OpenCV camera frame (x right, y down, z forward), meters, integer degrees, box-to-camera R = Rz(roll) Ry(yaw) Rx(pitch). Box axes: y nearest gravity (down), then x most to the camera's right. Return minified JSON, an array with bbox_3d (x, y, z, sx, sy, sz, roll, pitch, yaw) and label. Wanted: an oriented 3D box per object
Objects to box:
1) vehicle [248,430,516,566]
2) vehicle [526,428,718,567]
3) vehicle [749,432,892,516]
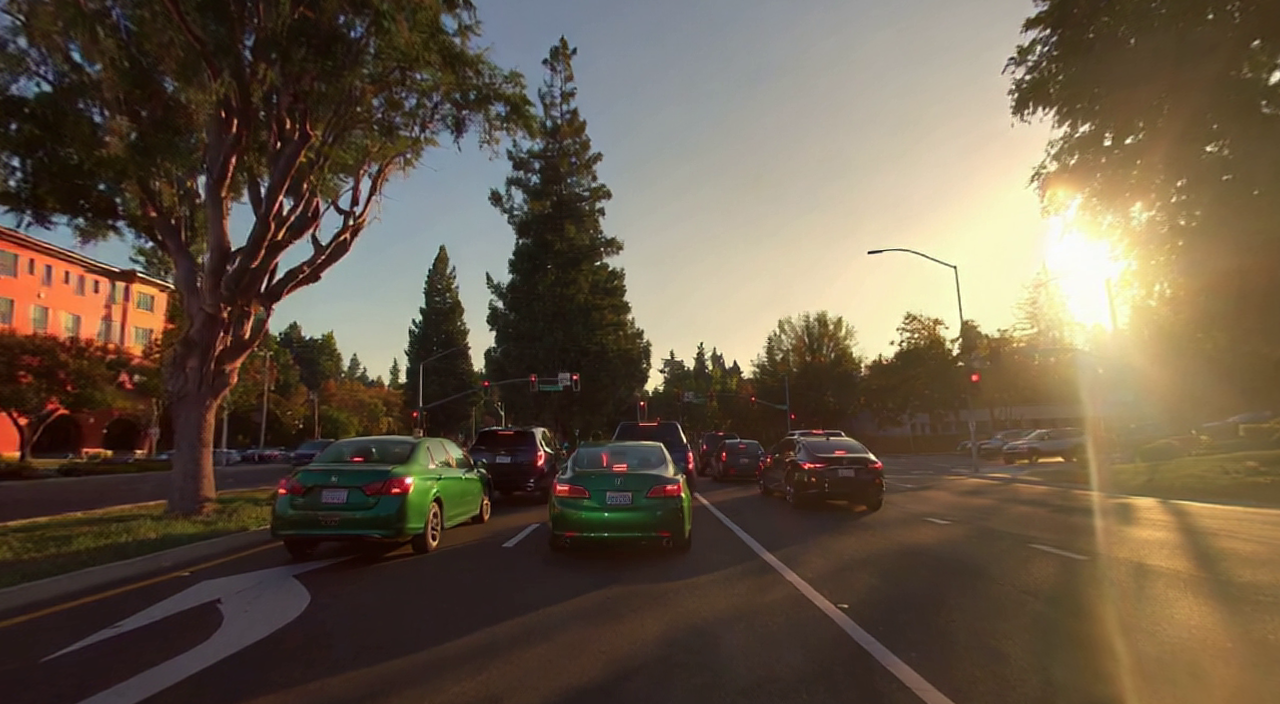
[{"bbox_3d":[-3.203,1.886,8.940,1.917,1.441,4.128,-1,-8,2],"label":"vehicle"},{"bbox_3d":[-0.201,1.835,8.707,2.041,1.450,3.847,0,-8,0],"label":"vehicle"},{"bbox_3d":[3.553,2.470,13.271,1.880,1.476,3.932,0,-8,1],"label":"vehicle"}]
